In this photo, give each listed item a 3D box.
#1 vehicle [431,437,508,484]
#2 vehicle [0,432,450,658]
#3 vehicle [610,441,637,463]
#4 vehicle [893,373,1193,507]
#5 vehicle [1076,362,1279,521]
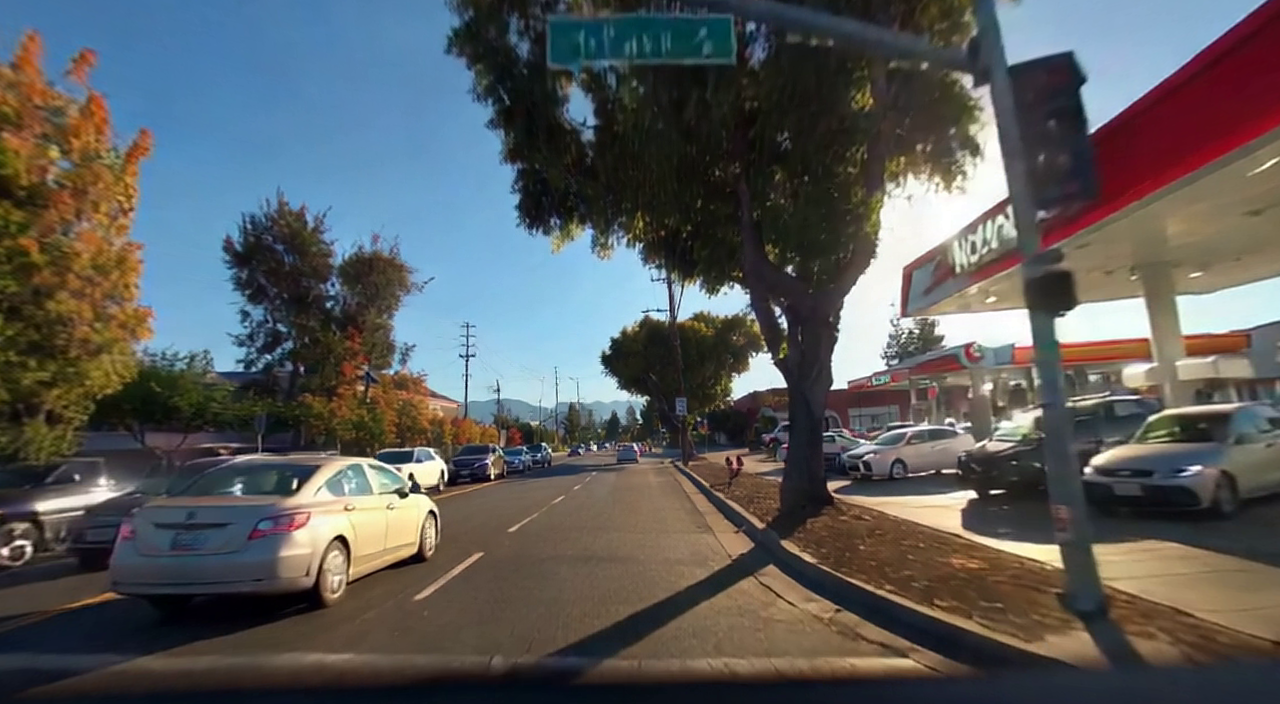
[{"bbox_3d":[-6.961,4.495,26.415,1.877,1.742,4.919,0,-9,0],"label":"vehicle"},{"bbox_3d":[-3.588,1.600,6.413,1.943,1.455,4.414,0,-9,0],"label":"vehicle"},{"bbox_3d":[-1.139,7.228,45.677,1.909,1.482,4.390,0,-9,0],"label":"vehicle"},{"bbox_3d":[7.875,1.713,12.289,5.441,2.056,2.552,5,-10,-30],"label":"vehicle"},{"bbox_3d":[8.594,1.310,9.243,3.353,1.885,2.229,4,-10,-29],"label":"vehicle"}]
